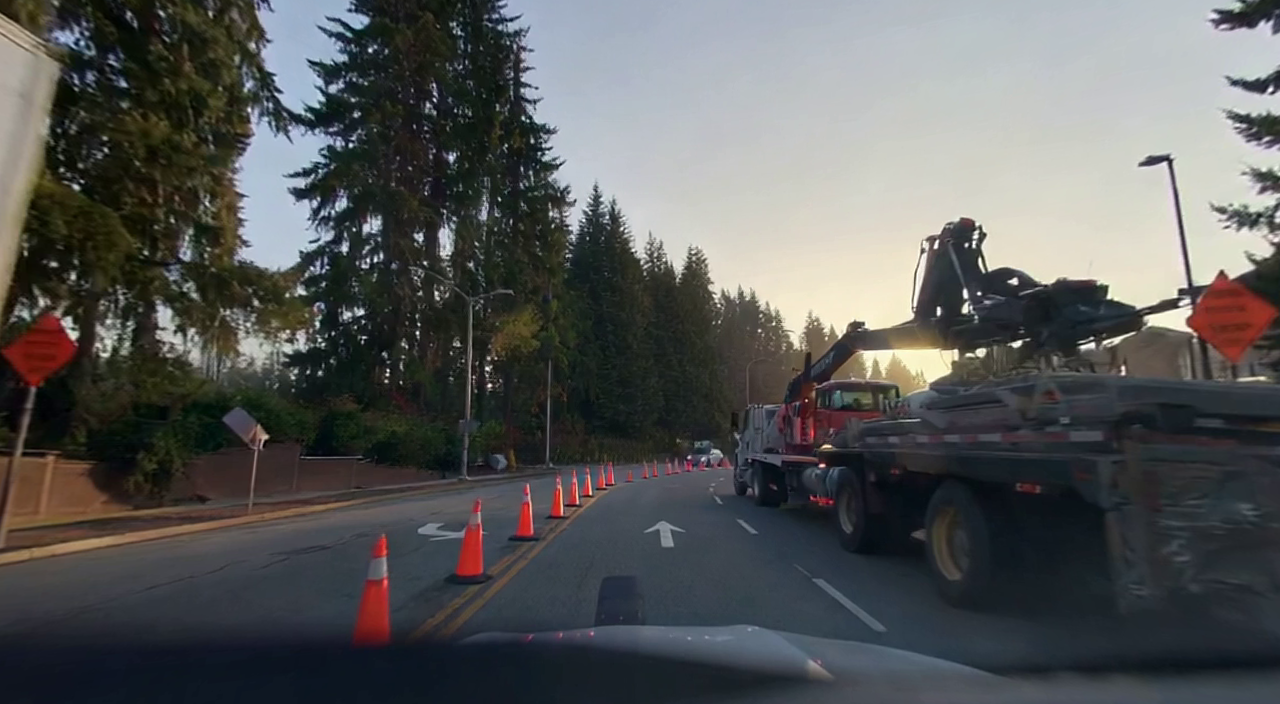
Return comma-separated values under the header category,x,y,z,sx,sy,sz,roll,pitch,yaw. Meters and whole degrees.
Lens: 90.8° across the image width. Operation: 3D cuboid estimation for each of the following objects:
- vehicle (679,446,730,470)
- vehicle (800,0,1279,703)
category,x,y,z,sx,sy,sz,roll,pitch,yaw
vehicle,4.524,7.320,43.783,1.945,1.494,4.201,-4,-10,29
vehicle,3.436,0.238,3.305,3.083,3.321,8.020,0,-9,0
